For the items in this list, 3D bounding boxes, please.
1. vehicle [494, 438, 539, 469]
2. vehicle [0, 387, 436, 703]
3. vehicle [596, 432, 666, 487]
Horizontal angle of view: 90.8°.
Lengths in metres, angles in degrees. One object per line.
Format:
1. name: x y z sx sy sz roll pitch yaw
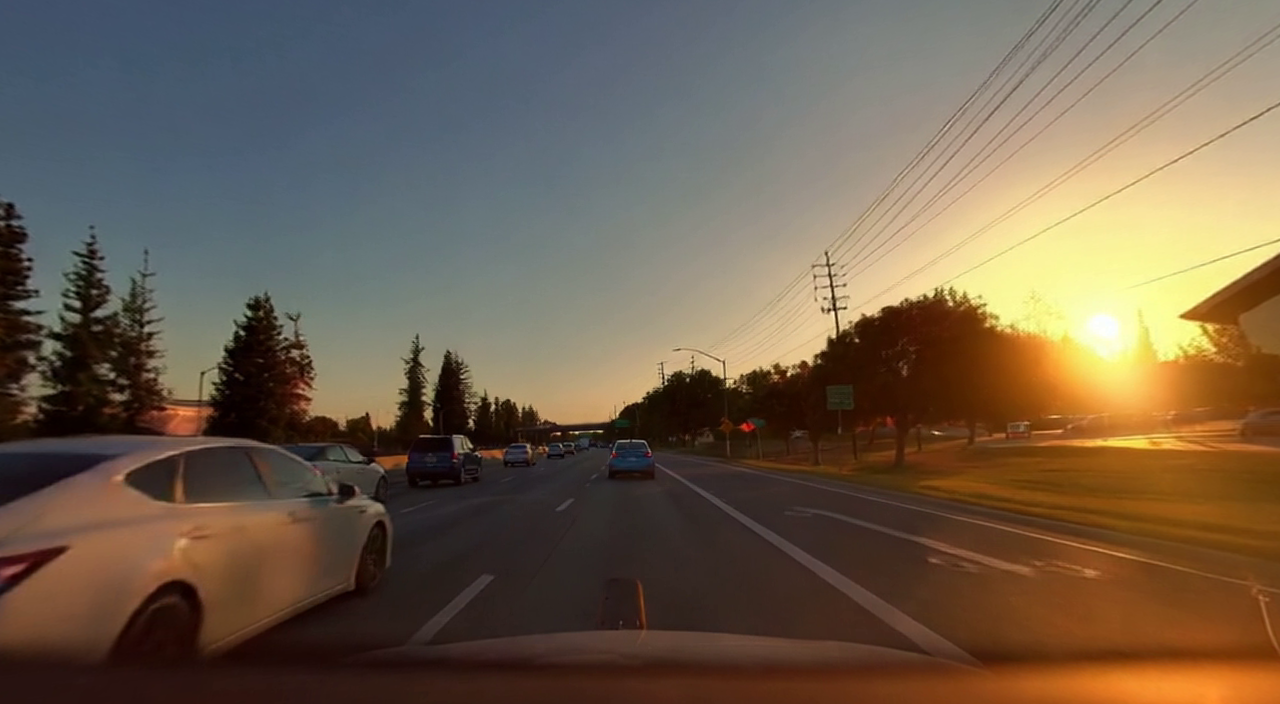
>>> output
1. vehicle: -7.432 6.137 38.435 1.914 1.756 4.179 0 -8 0
2. vehicle: -3.134 1.159 3.932 2.174 1.510 4.636 0 -8 0
3. vehicle: -0.320 3.597 21.391 2.140 1.653 4.108 0 -8 -1
